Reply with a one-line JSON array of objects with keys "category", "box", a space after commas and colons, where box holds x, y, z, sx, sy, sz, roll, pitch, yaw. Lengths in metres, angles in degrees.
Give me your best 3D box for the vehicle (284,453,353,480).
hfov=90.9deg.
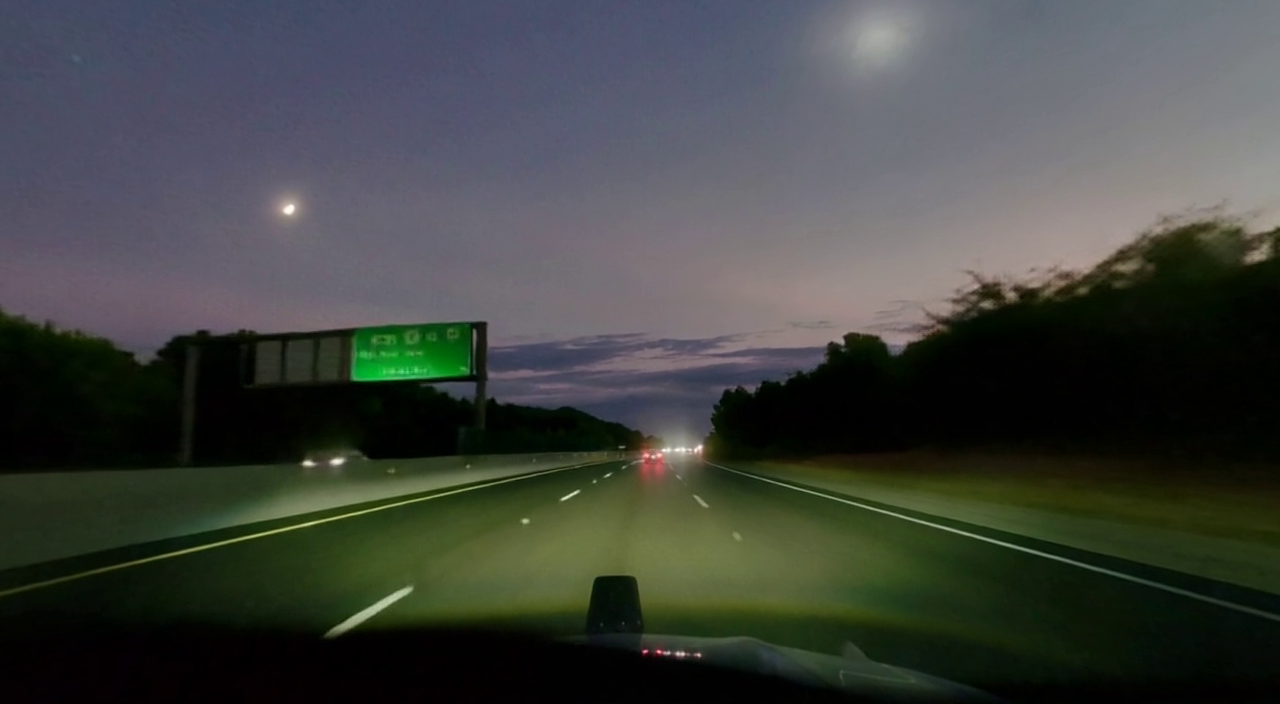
[{"category": "vehicle", "box": [-18.859, 6.714, 37.202, 1.753, 1.465, 4.450, 0, -9, 0]}]
